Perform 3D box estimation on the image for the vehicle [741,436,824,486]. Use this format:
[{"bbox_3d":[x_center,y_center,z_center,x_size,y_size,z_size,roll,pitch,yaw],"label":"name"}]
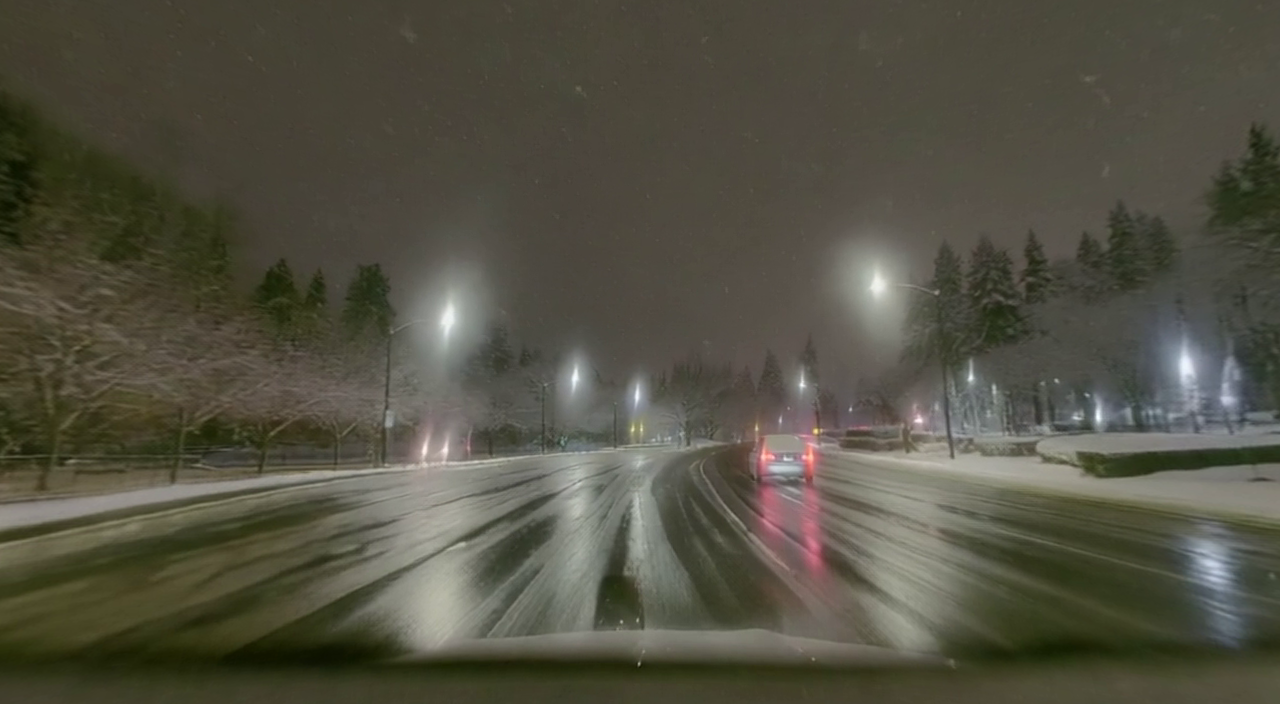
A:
[{"bbox_3d":[4.595,3.576,21.058,1.928,1.481,4.453,0,-9,3],"label":"vehicle"}]
